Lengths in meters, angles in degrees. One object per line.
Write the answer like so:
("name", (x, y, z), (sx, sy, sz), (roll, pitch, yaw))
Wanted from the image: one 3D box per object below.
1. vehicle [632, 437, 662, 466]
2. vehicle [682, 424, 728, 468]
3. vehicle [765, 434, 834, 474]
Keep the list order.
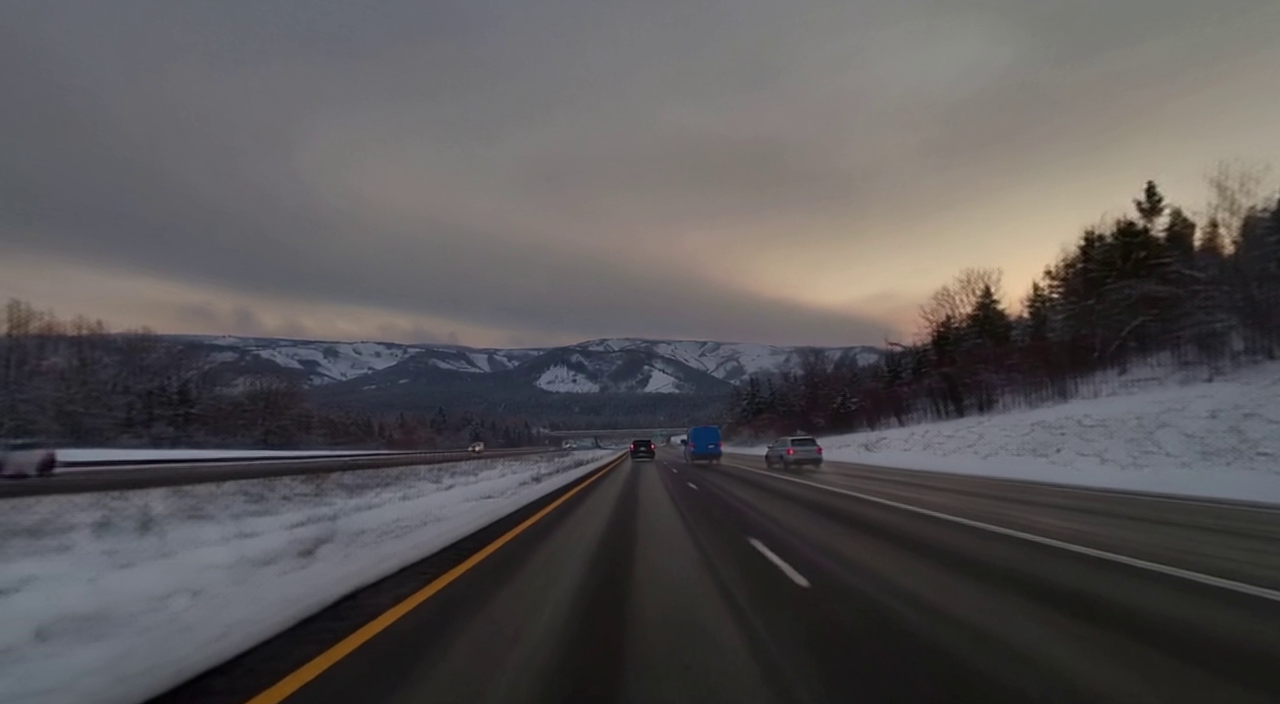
("vehicle", (0.499, 7.700, 48.942), (2.131, 2.122, 4.473), (0, -8, -1))
("vehicle", (4.148, 6.150, 41.228), (2.302, 2.670, 6.176), (0, -8, -1))
("vehicle", (8.180, 5.302, 32.915), (2.240, 1.925, 4.854), (0, -8, -1))
